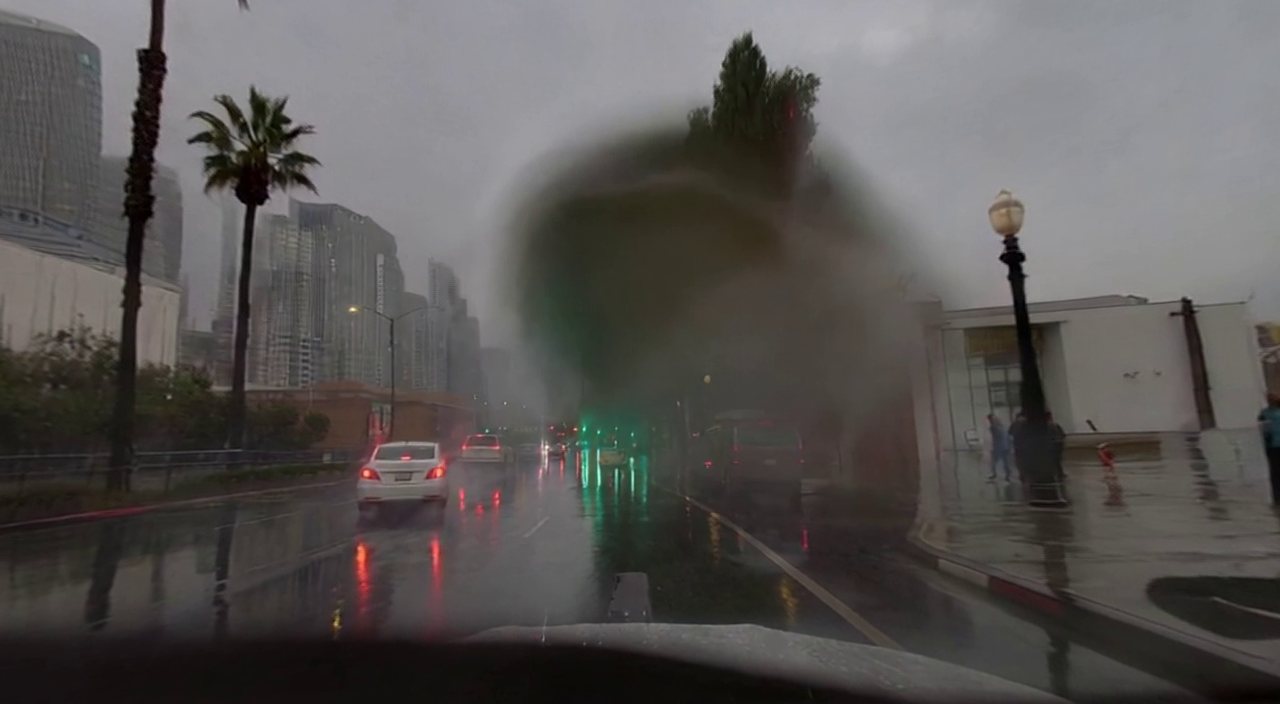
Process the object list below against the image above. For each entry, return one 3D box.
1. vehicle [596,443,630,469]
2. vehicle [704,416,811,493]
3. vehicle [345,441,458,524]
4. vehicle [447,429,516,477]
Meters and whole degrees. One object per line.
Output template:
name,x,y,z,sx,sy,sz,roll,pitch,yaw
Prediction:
vehicle,-1.740,6.471,39.348,1.972,1.473,4.000,0,-9,-4
vehicle,3.601,3.281,20.479,2.126,2.167,5.098,0,-9,-4
vehicle,-5.257,2.756,14.024,1.930,1.477,4.657,3,-9,-20
vehicle,-7.415,4.801,30.094,2.164,2.047,5.455,0,-9,-3
